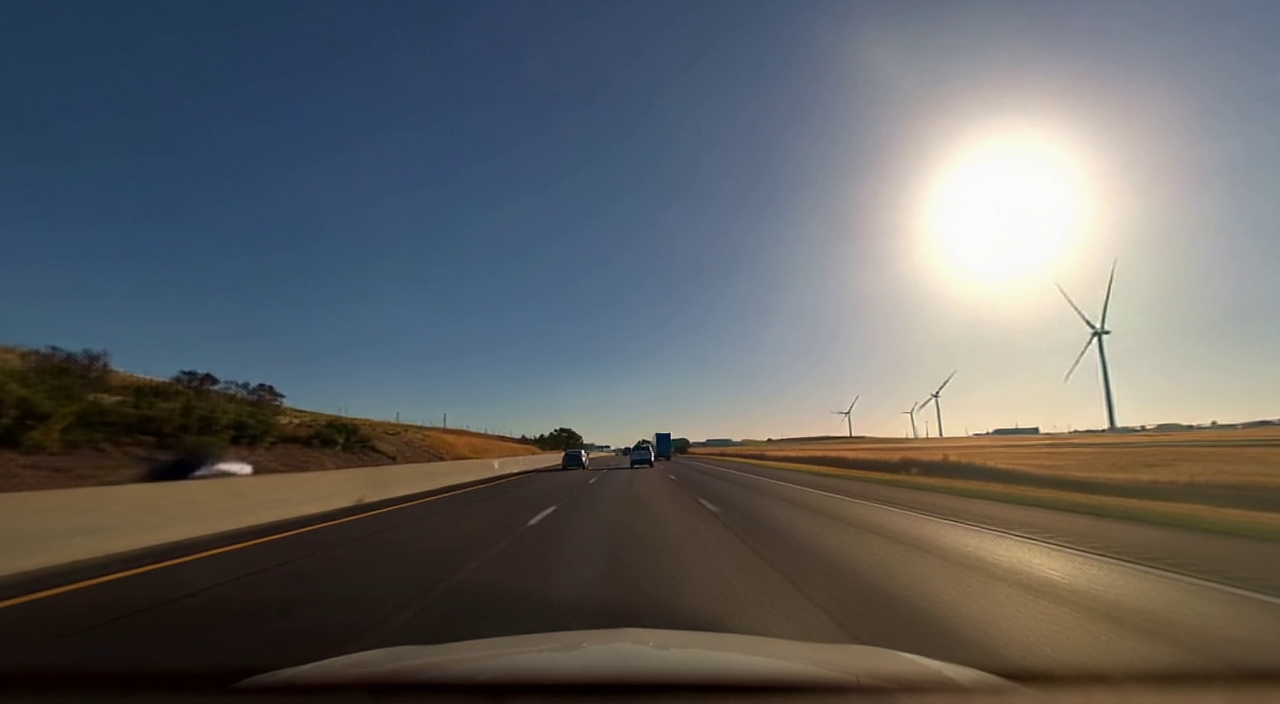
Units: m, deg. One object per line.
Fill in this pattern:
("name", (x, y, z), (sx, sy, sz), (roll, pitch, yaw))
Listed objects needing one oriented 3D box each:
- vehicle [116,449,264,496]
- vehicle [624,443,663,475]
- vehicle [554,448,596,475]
("vehicle", (-18.745, 5.017, 26.720), (2.110, 1.747, 5.663), (0, -9, -1))
("vehicle", (0.189, 6.118, 36.192), (2.083, 1.689, 4.083), (0, -9, 0))
("vehicle", (-3.752, 6.392, 37.030), (1.984, 1.491, 4.341), (0, -9, 1))
